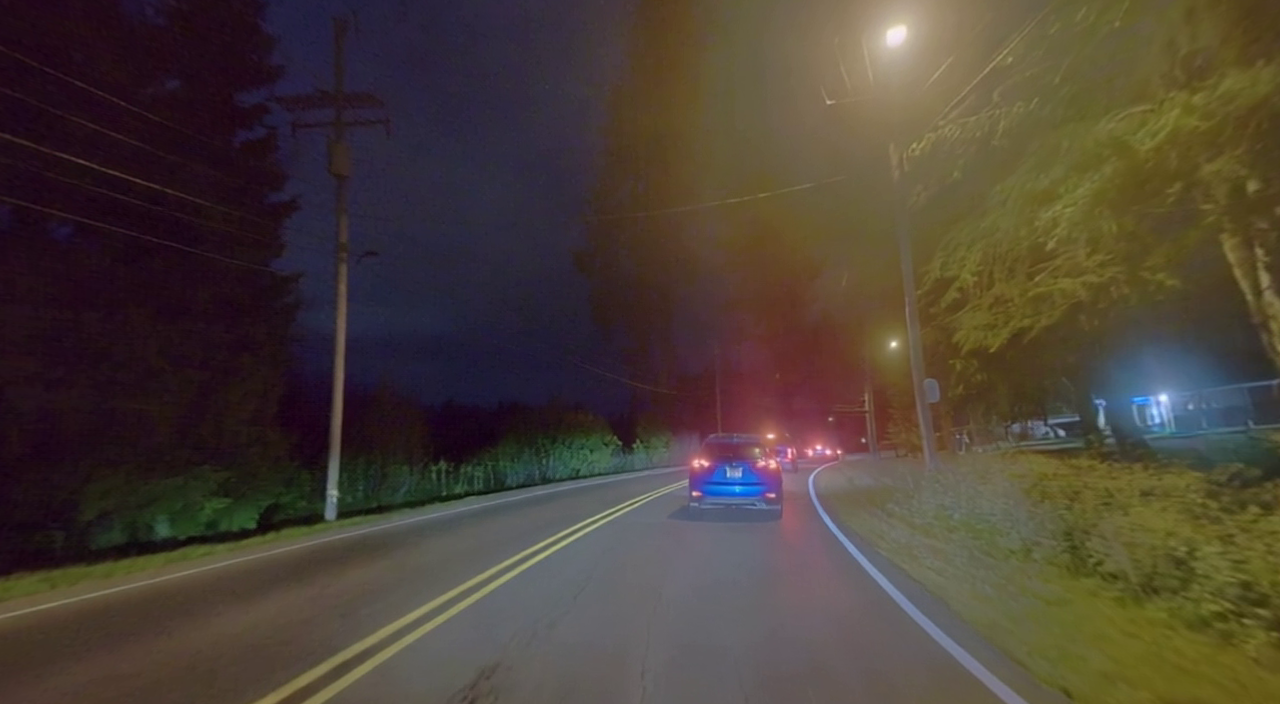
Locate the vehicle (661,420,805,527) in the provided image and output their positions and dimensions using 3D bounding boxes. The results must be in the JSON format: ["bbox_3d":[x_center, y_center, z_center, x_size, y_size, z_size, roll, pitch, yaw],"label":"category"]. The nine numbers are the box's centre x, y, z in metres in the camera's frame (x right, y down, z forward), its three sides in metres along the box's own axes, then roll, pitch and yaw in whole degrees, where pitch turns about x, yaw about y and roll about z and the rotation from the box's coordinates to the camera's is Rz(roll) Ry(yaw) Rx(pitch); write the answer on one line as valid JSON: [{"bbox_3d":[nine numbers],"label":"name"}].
[{"bbox_3d":[1.807,2.150,11.715,2.157,1.565,4.243,-2,-9,11],"label":"vehicle"}]
